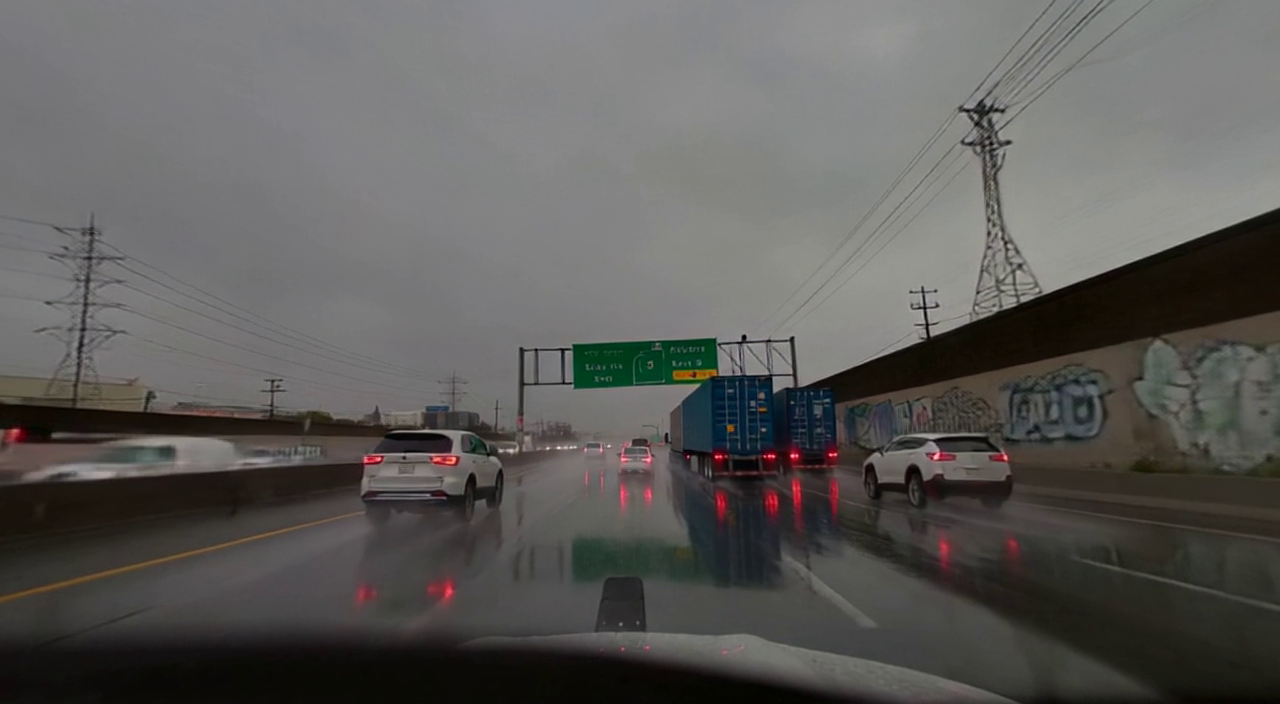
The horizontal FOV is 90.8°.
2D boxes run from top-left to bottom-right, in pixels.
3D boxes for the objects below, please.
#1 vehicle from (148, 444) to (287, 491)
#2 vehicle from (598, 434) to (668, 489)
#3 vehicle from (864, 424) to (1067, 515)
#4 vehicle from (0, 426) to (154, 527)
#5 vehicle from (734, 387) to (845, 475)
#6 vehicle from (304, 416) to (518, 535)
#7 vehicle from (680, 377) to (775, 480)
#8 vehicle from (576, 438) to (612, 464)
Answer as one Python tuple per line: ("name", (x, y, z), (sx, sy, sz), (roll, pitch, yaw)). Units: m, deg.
("vehicle", (-14.766, 4.035, 22.482), (1.872, 1.482, 4.584), (0, -9, -1))
("vehicle", (-0.219, 3.751, 21.880), (2.191, 1.685, 4.015), (0, -9, 0))
("vehicle", (7.103, 2.623, 14.547), (2.202, 1.731, 4.628), (0, -9, 0))
("vehicle", (-11.037, 2.100, 10.882), (2.133, 1.548, 4.026), (0, -9, -1))
("vehicle", (7.780, 4.576, 35.317), (2.868, 4.017, 12.827), (0, -9, -1))
("vehicle", (-3.957, 2.242, 12.020), (2.264, 1.804, 4.584), (0, -9, 1))
("vehicle", (3.854, 3.980, 31.453), (2.800, 4.039, 13.179), (0, -9, 0))
("vehicle", (-3.343, 7.372, 46.975), (2.243, 1.820, 4.473), (0, -9, 1))
